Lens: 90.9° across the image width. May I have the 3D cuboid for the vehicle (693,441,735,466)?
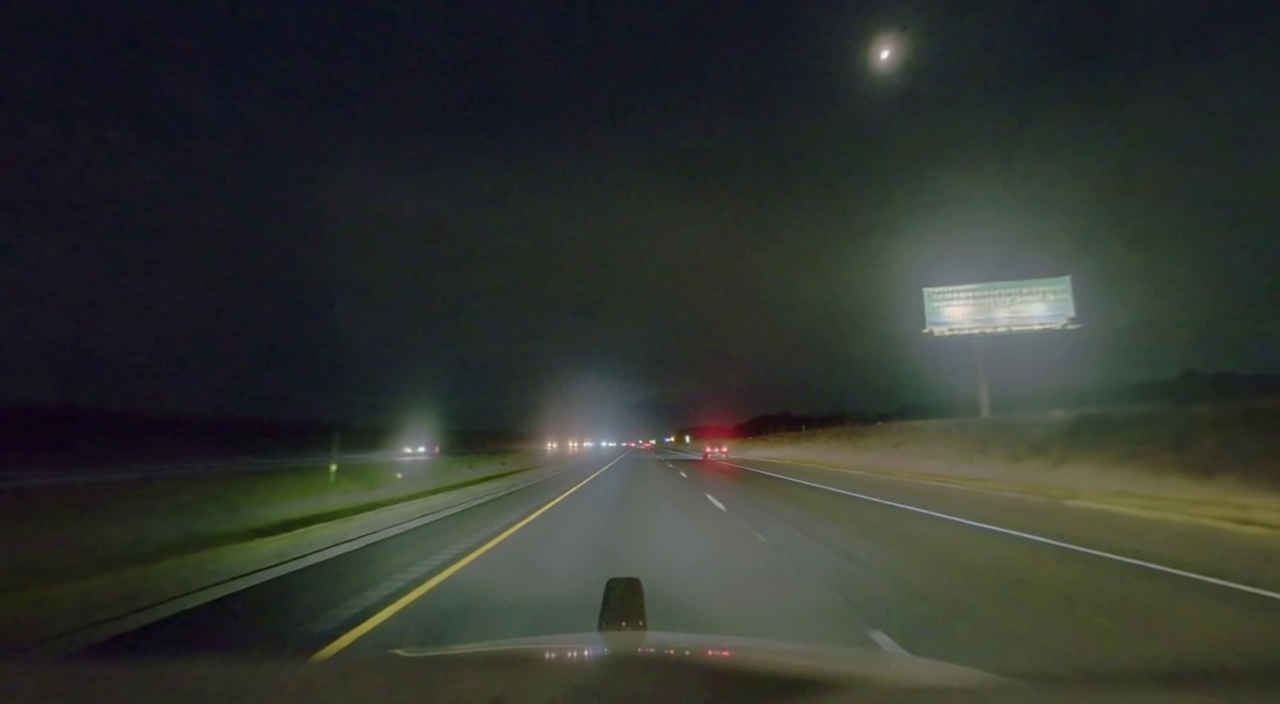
[{"bbox_3d":[4.572,6.331,39.552,2.012,1.476,4.256,0,-9,-2],"label":"vehicle"}]
